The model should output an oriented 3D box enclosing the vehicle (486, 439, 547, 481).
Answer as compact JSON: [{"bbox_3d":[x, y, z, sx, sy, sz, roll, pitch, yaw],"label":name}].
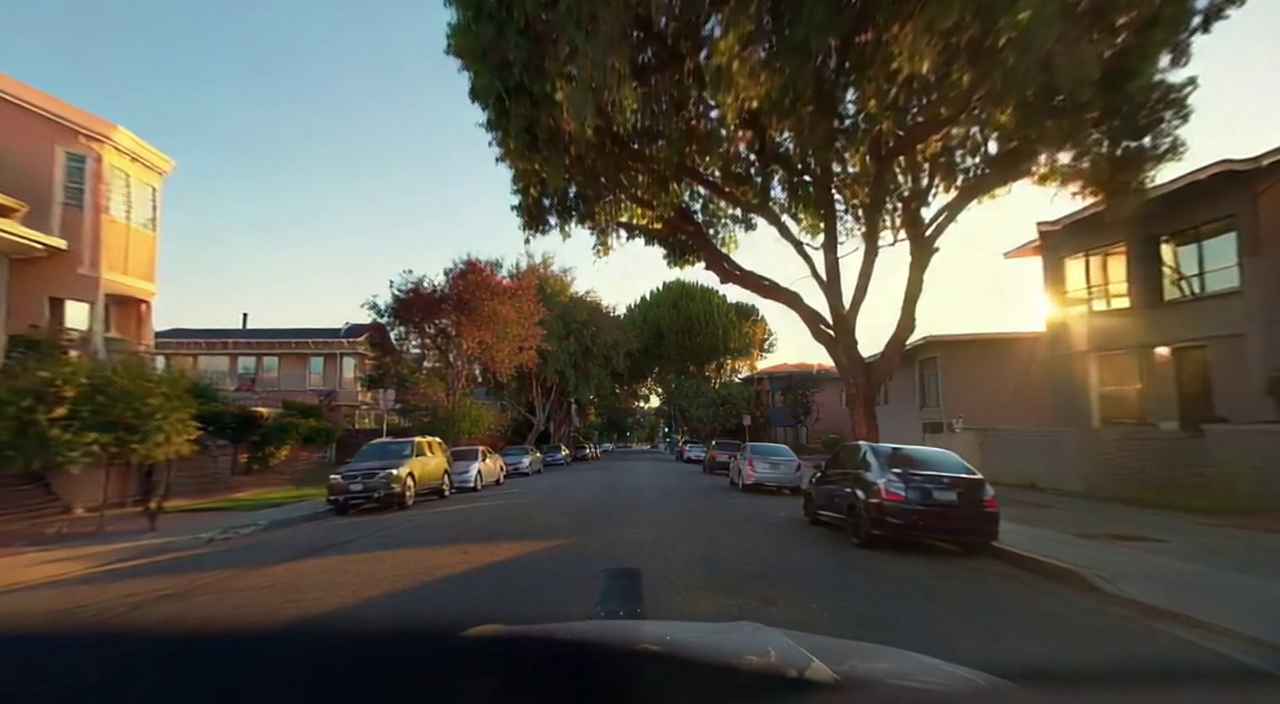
[{"bbox_3d":[-5.655,4.968,29.465,1.901,1.475,4.425,-4,-6,0],"label":"vehicle"}]

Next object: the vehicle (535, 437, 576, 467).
[{"bbox_3d":[-5.634,6.725,42.476,2.106,1.760,4.573,-4,-9,-1],"label":"vehicle"}]

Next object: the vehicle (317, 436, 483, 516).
[{"bbox_3d":[-5.733,3.015,15.958,2.169,1.574,5.016,-3,-9,1],"label":"vehicle"}]

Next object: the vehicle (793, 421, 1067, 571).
[{"bbox_3d":[3.628,1.864,8.927,1.909,1.595,4.136,0,-8,0],"label":"vehicle"}]

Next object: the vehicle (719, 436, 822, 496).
[{"bbox_3d":[3.562,3.209,18.127,1.881,1.482,4.531,0,-9,-2],"label":"vehicle"}]
